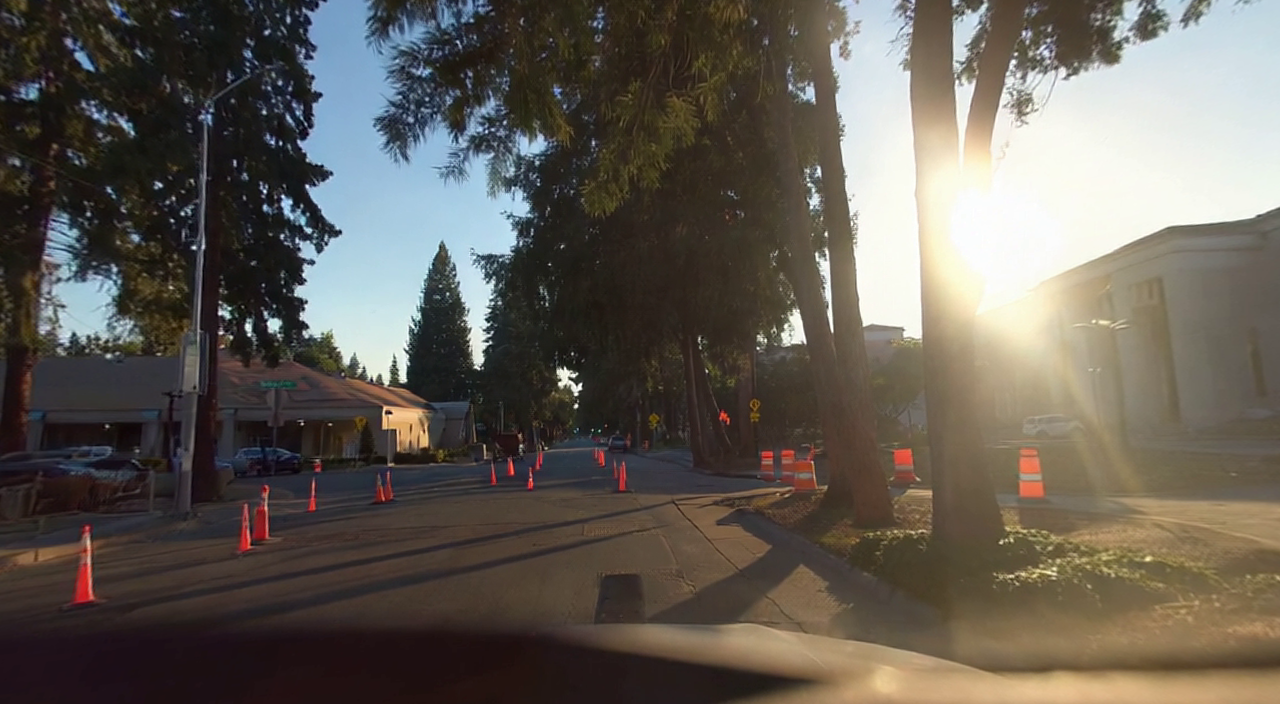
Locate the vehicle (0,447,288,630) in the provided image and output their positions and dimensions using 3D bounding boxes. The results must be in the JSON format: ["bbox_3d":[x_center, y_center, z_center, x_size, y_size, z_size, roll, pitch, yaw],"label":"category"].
[{"bbox_3d":[-7.606,1.994,7.540,2.961,1.701,7.563,1,-8,-4],"label":"vehicle"}]
